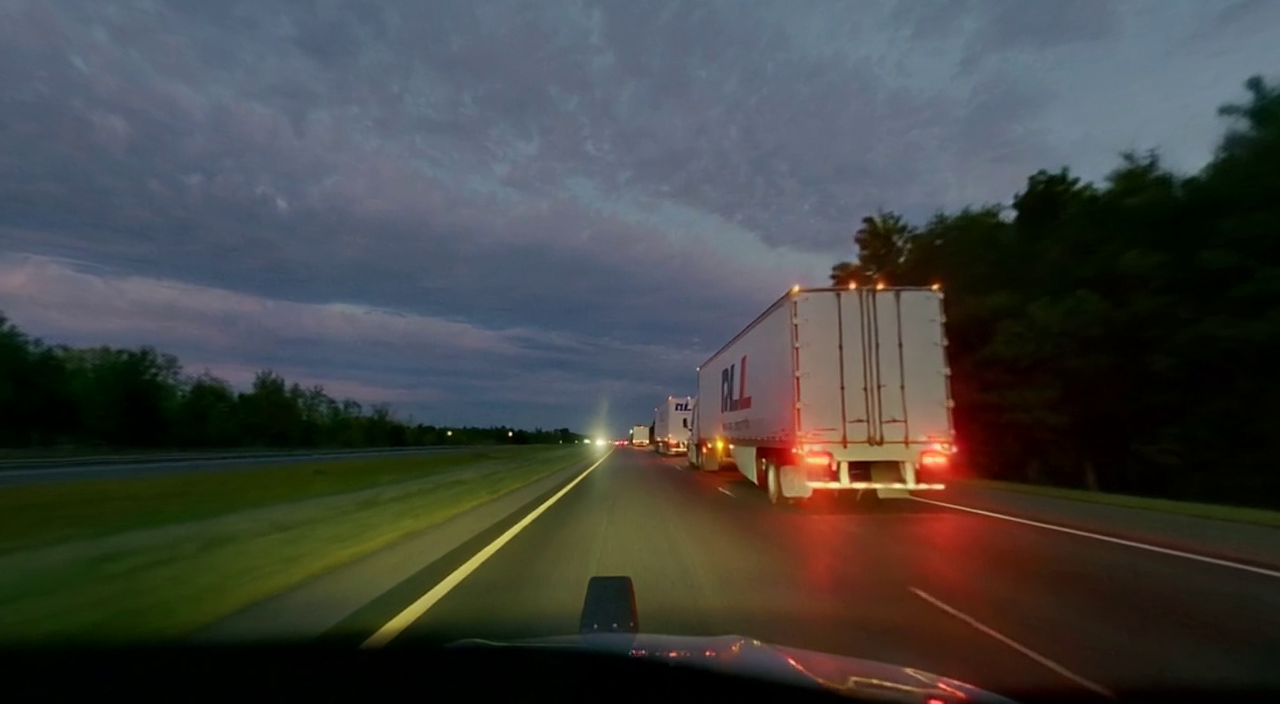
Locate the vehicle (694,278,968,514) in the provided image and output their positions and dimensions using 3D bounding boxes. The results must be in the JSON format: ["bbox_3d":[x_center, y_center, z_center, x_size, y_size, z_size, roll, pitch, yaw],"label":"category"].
[{"bbox_3d":[3.853,1.722,18.056,2.863,4.031,14.678,0,-8,-2],"label":"vehicle"}]

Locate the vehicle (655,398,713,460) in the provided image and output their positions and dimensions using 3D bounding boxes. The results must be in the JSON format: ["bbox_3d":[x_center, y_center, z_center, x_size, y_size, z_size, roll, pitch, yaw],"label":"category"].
[{"bbox_3d":[3.100,6.184,48.971,2.871,4.072,14.183,1,-8,-3],"label":"vehicle"}]
